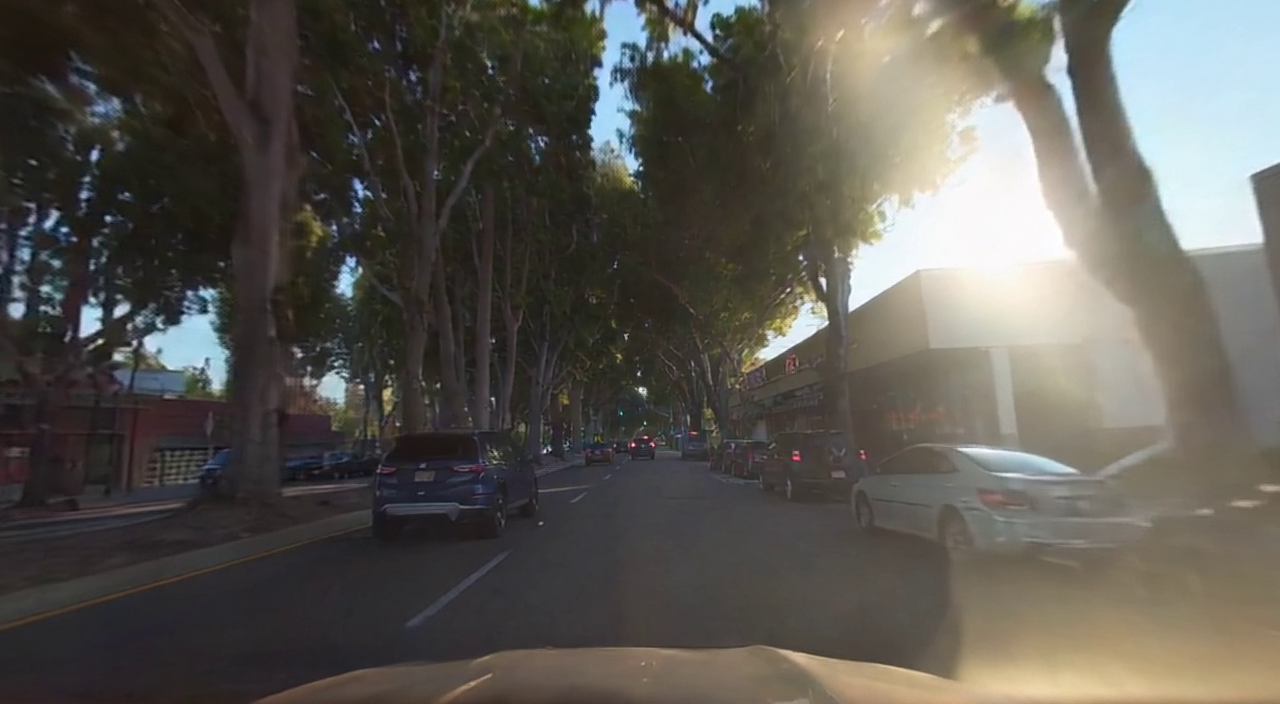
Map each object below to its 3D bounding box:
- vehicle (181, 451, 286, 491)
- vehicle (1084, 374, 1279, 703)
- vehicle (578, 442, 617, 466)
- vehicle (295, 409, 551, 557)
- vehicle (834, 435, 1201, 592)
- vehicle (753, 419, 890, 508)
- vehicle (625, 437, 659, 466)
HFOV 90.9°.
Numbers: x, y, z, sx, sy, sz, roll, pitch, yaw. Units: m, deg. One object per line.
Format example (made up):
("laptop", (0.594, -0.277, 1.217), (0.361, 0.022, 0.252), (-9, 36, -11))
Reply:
("vehicle", (-18.923, 5.529, 29.625), (1.856, 1.674, 4.475), (0, -8, 1))
("vehicle", (4.247, 0.861, 2.358), (1.960, 1.733, 4.432), (0, -8, 1))
("vehicle", (-2.759, 6.787, 42.246), (2.151, 1.484, 4.468), (0, -8, 2))
("vehicle", (-2.884, 1.883, 9.814), (2.186, 1.708, 4.746), (0, -8, 2))
("vehicle", (4.347, 1.890, 8.428), (1.898, 1.473, 4.709), (0, -8, -2))
("vehicle", (4.396, 2.789, 16.226), (2.079, 1.910, 4.855), (0, -8, 0))
("vehicle", (0.156, 6.419, 40.965), (2.075, 1.770, 4.018), (0, -8, 1))
